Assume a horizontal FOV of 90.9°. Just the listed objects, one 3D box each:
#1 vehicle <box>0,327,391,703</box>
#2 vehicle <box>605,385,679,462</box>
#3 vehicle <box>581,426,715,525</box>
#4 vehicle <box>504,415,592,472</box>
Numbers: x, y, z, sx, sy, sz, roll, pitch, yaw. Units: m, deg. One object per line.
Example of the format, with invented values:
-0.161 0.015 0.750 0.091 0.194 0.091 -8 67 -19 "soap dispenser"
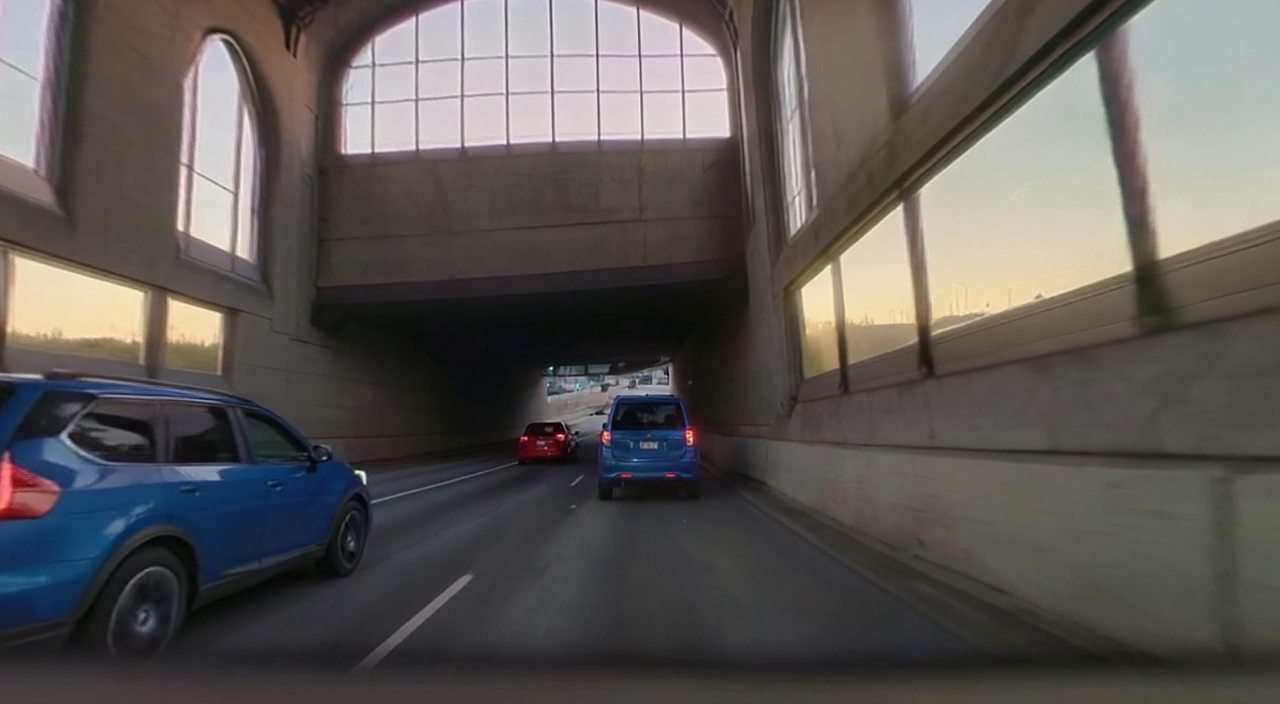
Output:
-3.555 1.013 4.006 2.017 1.761 4.572 0 -8 1 "vehicle"
0.117 3.565 30.268 2.948 3.096 9.492 0 -8 1 "vehicle"
0.086 2.171 11.643 2.020 1.478 4.092 0 -8 -1 "vehicle"
-3.394 3.570 24.585 2.329 1.948 5.800 -1 -8 2 "vehicle"
